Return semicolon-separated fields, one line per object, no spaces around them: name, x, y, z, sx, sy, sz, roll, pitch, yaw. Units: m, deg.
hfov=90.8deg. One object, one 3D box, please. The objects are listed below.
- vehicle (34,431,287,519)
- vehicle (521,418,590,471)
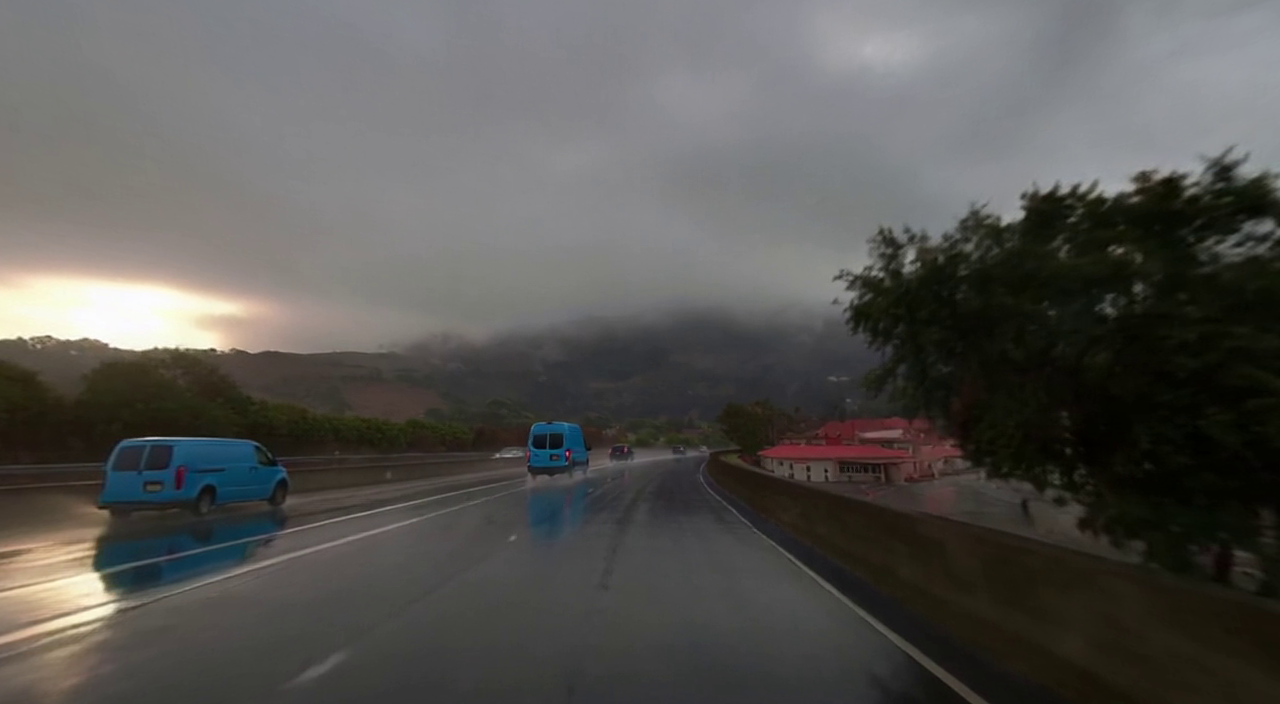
vehicle;-9.661;2.486;13.315;1.821;1.524;4.342;0;-8;2
vehicle;-4.582;5.227;35.579;2.314;2.703;6.441;-1;-9;6
